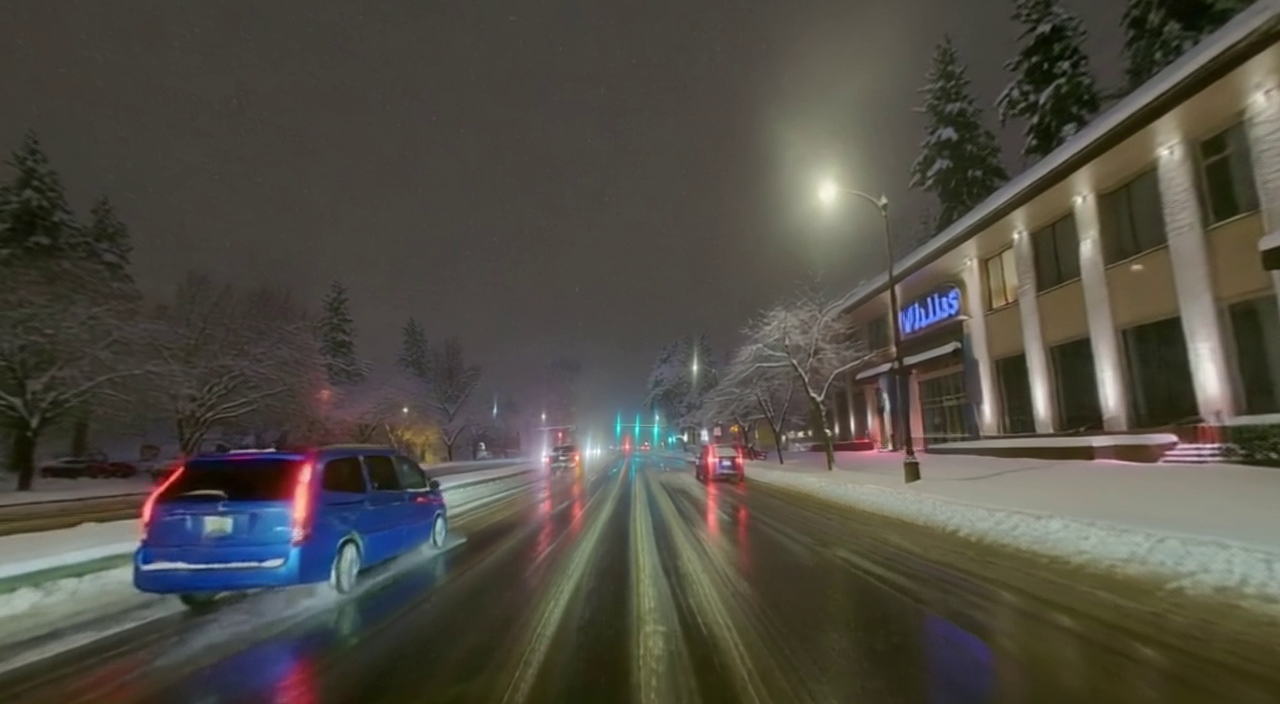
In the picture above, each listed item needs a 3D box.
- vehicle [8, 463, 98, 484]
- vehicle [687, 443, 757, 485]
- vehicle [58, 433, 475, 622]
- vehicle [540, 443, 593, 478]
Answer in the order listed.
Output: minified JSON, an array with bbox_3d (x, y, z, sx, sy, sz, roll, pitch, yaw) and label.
[{"bbox_3d":[-43.344,8.979,46.711,4.623,1.474,1.905,0,-9,-2],"label":"vehicle"},{"bbox_3d":[3.079,4.317,24.688,1.961,1.482,4.538,0,-9,-2],"label":"vehicle"},{"bbox_3d":[-3.528,1.721,7.231,2.060,1.466,4.387,0,-9,0],"label":"vehicle"},{"bbox_3d":[-3.773,5.659,33.346,2.145,1.694,4.642,0,-9,1],"label":"vehicle"}]
